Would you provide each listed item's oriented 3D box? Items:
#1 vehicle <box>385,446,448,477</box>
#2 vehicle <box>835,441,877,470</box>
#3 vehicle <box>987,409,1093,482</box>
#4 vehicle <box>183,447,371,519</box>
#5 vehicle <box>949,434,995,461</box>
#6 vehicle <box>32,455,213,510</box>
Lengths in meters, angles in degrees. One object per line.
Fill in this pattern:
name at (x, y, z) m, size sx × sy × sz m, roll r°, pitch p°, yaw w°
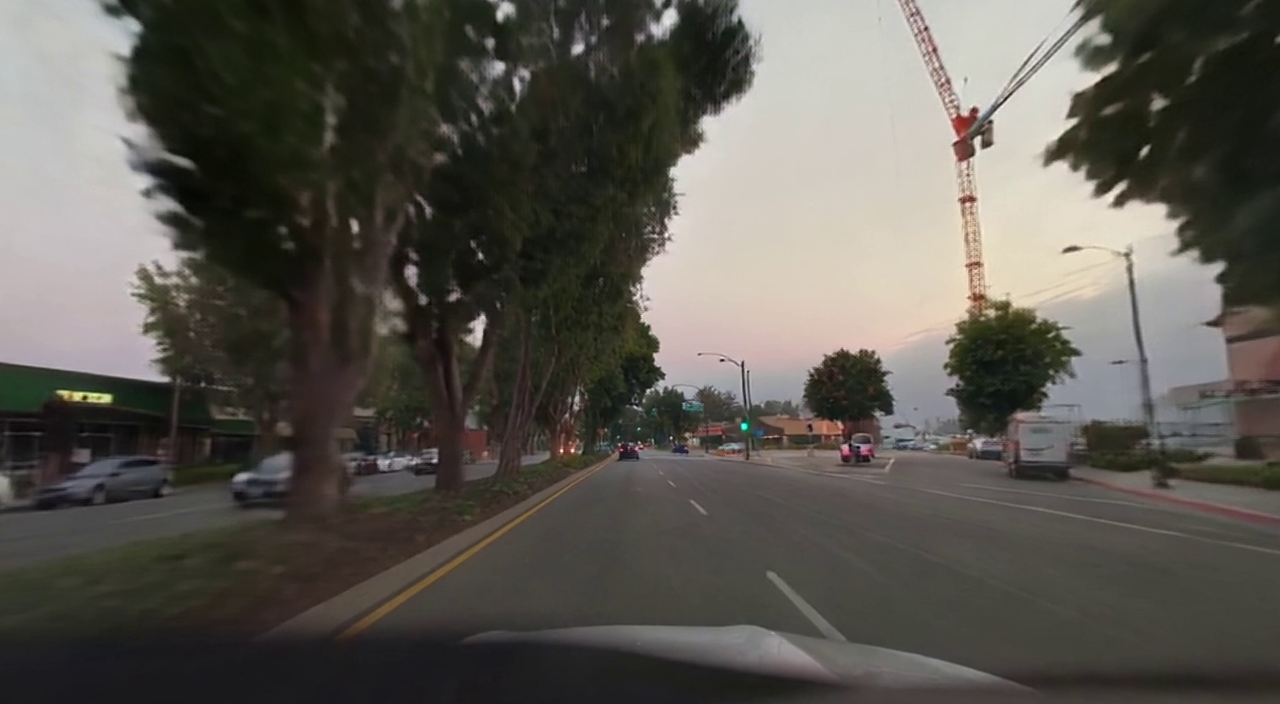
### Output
vehicle at (-12.096, 5.938, 34.514) m, size 1.897 × 1.557 × 4.218 m, roll 0°, pitch -8°, yaw 0°
vehicle at (12.449, 5.908, 36.257) m, size 1.961 × 1.485 × 4.762 m, roll -4°, pitch -9°, yaw 22°
vehicle at (16.859, 3.994, 27.068) m, size 2.311 × 2.722 × 5.823 m, roll -3°, pitch -9°, yaw 18°
vehicle at (-8.484, 3.053, 15.354) m, size 1.960 × 1.461 × 4.433 m, roll 0°, pitch -9°, yaw 0°
vehicle at (25.224, 7.297, 48.149) m, size 2.159 × 1.920 × 4.948 m, roll -3°, pitch -9°, yaw 17°
vehicle at (-16.293, 4.089, 20.301) m, size 1.852 × 1.476 × 4.704 m, roll 0°, pitch -9°, yaw -1°
